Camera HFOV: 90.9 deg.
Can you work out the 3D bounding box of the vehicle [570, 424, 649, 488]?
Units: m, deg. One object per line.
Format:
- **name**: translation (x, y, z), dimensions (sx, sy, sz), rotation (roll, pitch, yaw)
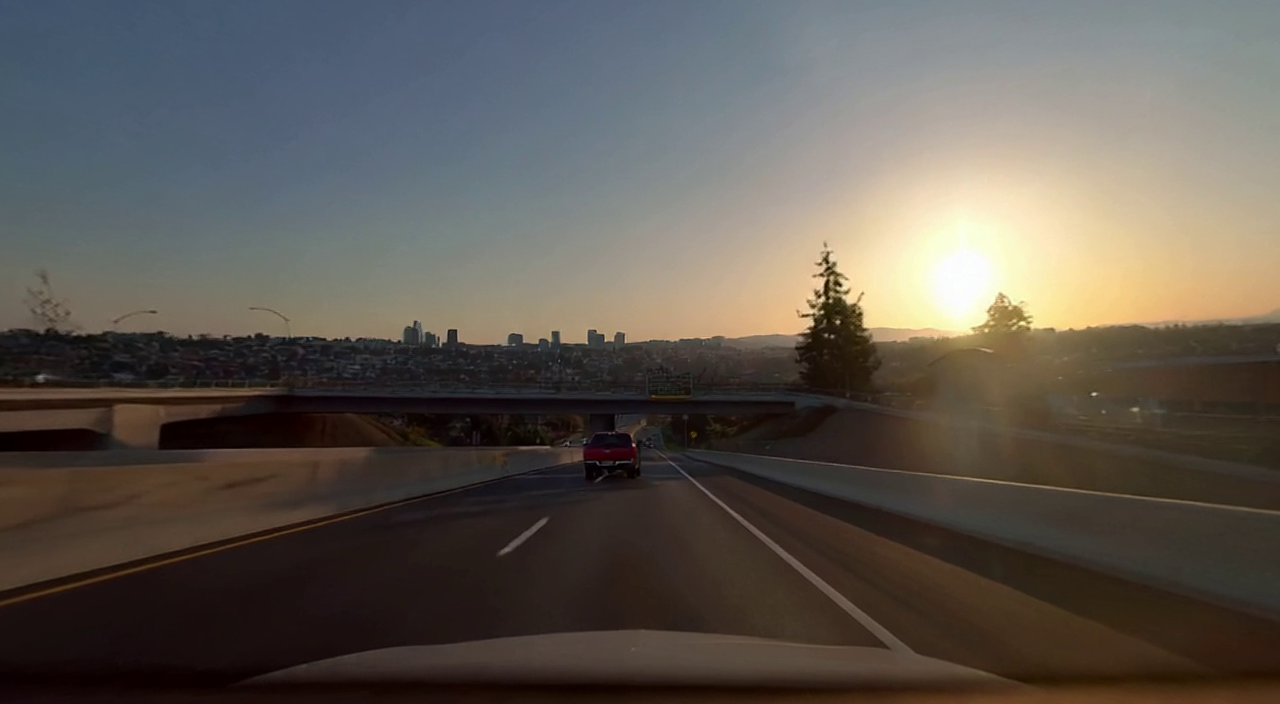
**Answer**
- **vehicle**: translation (-0.908, 3.633, 22.362), dimensions (2.350, 1.932, 5.562), rotation (-1, -8, 2)
